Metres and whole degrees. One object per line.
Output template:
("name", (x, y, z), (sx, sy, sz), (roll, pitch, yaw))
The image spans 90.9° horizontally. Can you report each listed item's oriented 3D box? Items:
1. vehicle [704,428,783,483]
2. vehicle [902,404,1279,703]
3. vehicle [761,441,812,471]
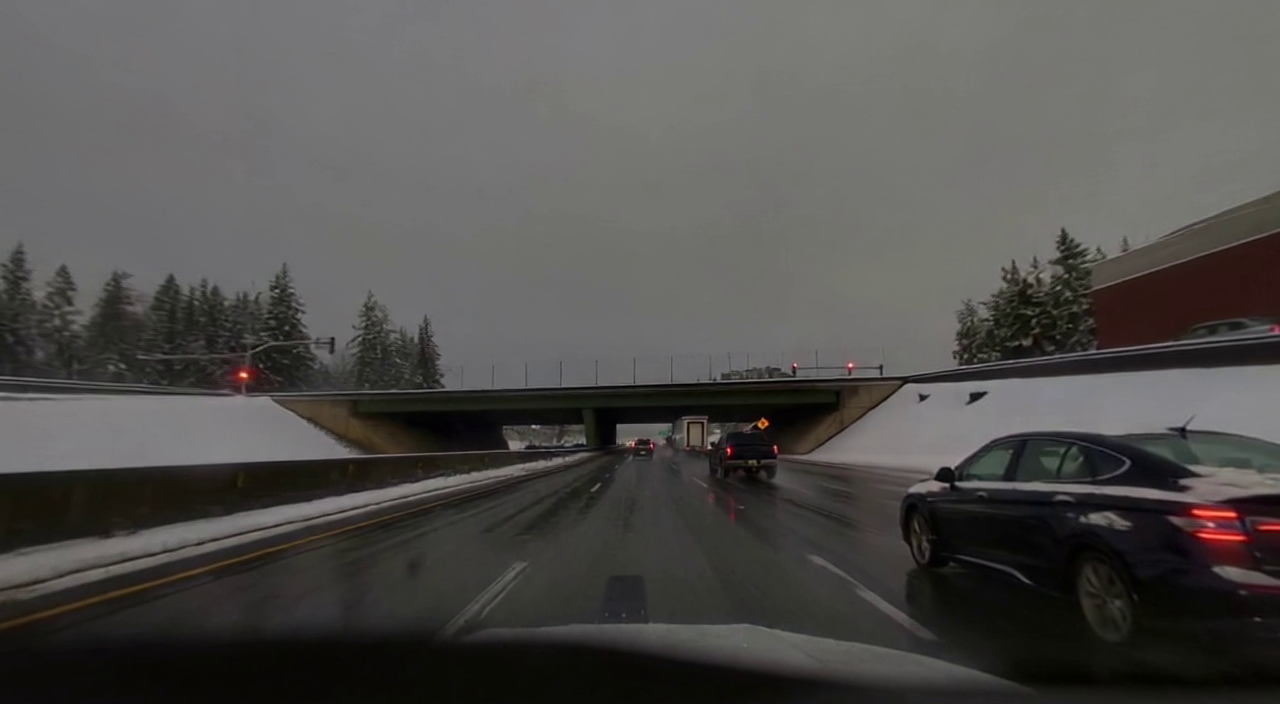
("vehicle", (3.795, 3.904, 24.036), (2.086, 1.858, 4.737), (0, -8, -1))
("vehicle", (3.582, 1.174, 4.050), (1.902, 1.481, 4.451), (0, -8, 0))
("vehicle", (7.642, 5.429, 33.217), (1.828, 1.472, 3.805), (0, -8, 1))
